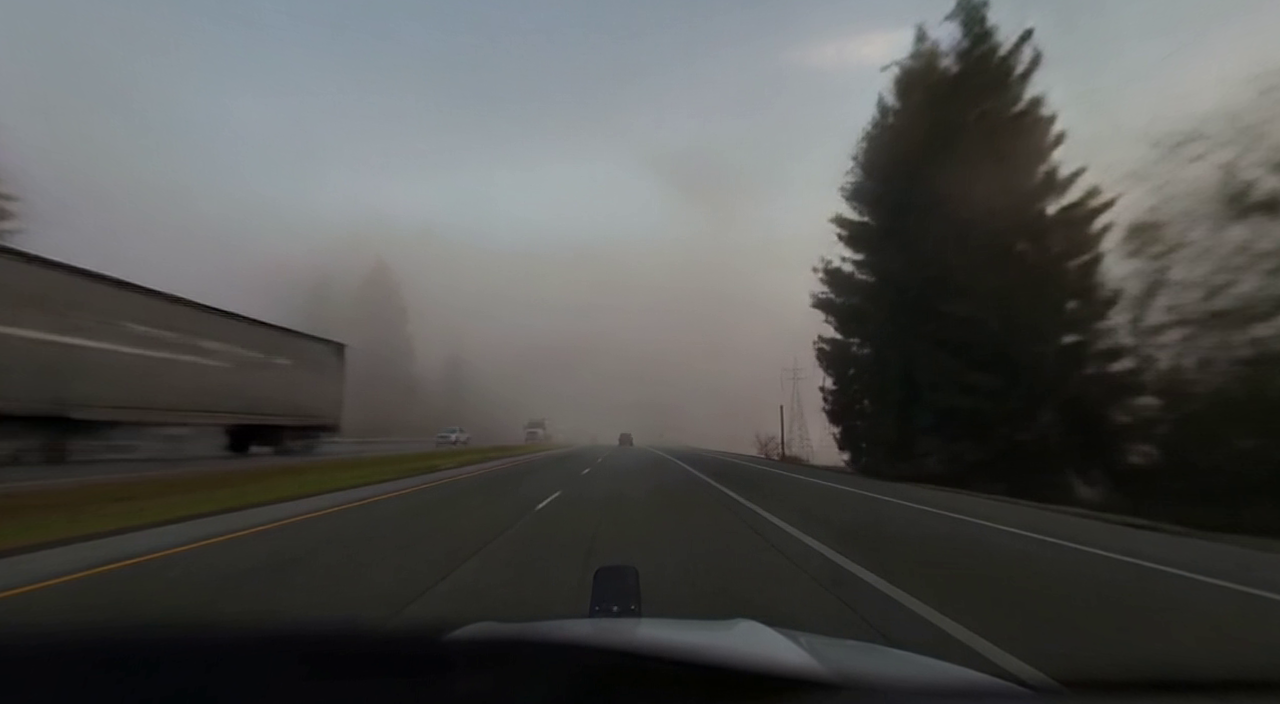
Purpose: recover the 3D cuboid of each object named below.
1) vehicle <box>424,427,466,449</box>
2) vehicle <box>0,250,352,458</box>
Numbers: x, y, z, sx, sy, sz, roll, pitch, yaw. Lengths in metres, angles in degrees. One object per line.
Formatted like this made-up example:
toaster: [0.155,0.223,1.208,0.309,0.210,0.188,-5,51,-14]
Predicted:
vehicle: [-13.717,6.052,44.366,1.838,1.491,3.446,0,-8,0]
vehicle: [-12.525,0.887,17.543,2.885,3.633,13.483,0,-8,-1]
